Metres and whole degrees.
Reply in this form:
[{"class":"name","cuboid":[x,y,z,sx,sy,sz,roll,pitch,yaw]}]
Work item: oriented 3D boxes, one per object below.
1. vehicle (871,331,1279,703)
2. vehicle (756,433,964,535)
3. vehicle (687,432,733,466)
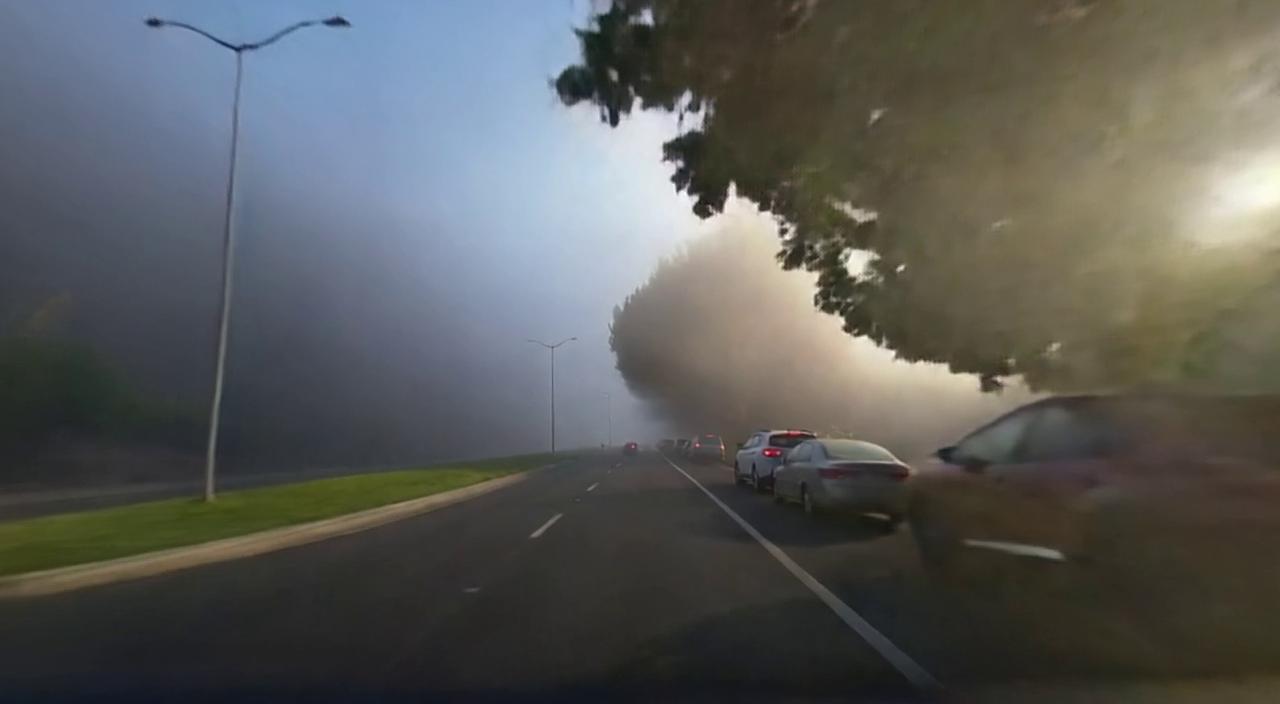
[{"class":"vehicle","cuboid":[3.596,1.117,4.660,2.144,1.848,4.159,0,-8,0]},{"class":"vehicle","cuboid":[3.672,2.279,11.649,2.068,1.461,4.653,0,-8,-1]},{"class":"vehicle","cuboid":[4.174,5.876,38.415,2.226,1.889,4.543,0,-8,-1]}]
